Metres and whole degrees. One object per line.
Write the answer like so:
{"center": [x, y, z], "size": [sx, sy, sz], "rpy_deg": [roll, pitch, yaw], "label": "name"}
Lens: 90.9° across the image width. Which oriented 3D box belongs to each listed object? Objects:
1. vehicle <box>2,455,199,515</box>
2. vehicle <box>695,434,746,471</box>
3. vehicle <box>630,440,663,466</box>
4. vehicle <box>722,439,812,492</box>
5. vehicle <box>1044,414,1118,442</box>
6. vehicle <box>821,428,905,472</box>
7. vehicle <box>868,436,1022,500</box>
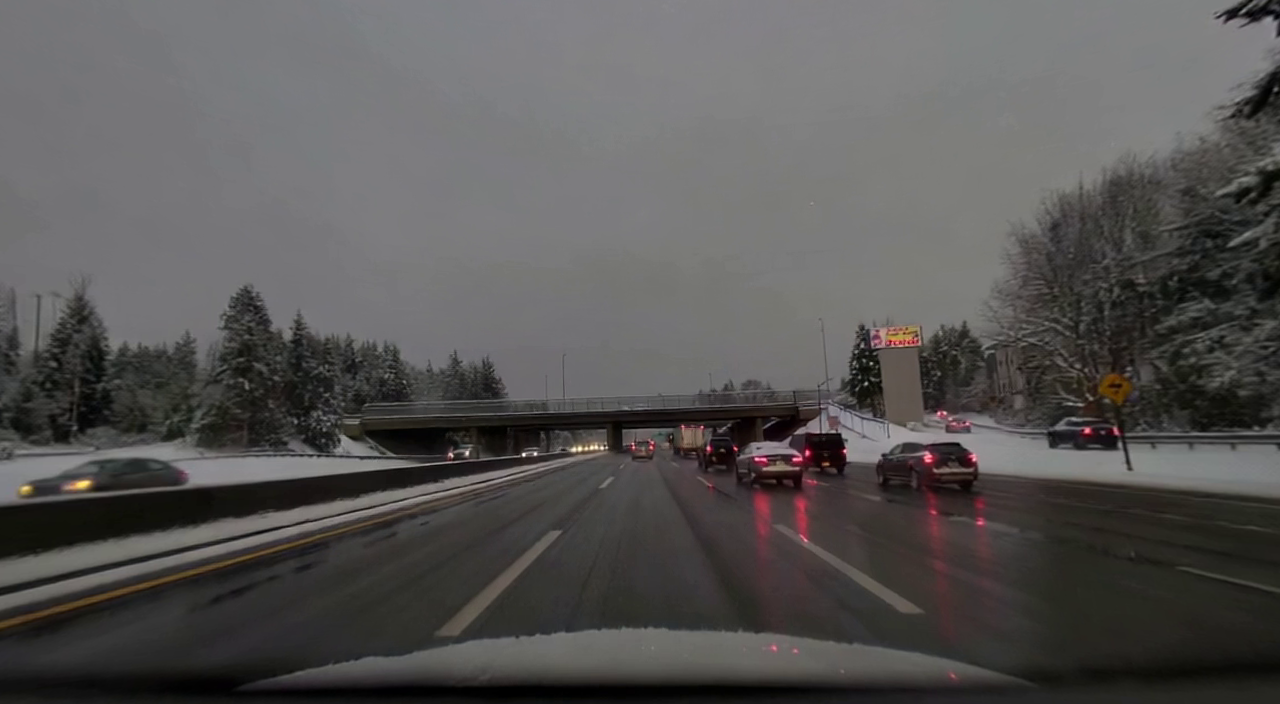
{"center": [-15.514, 3.800, 18.542], "size": [1.888, 1.464, 4.395], "rpy_deg": [0, -8, 1], "label": "vehicle"}
{"center": [4.331, 5.493, 34.519], "size": [2.086, 1.858, 4.737], "rpy_deg": [0, -8, -1], "label": "vehicle"}
{"center": [0.452, 6.877, 43.025], "size": [2.124, 1.639, 4.122], "rpy_deg": [0, -8, 0], "label": "vehicle"}
{"center": [3.895, 3.540, 20.113], "size": [1.902, 1.481, 4.451], "rpy_deg": [0, -8, 0], "label": "vehicle"}
{"center": [31.504, 5.507, 45.254], "size": [2.131, 1.840, 4.870], "rpy_deg": [-1, -8, 5], "label": "vehicle"}
{"center": [11.222, 4.975, 32.217], "size": [2.193, 2.025, 5.606], "rpy_deg": [0, -8, 0], "label": "vehicle"}
{"center": [7.878, 3.022, 16.860], "size": [1.919, 1.476, 4.303], "rpy_deg": [0, -8, -1], "label": "vehicle"}
